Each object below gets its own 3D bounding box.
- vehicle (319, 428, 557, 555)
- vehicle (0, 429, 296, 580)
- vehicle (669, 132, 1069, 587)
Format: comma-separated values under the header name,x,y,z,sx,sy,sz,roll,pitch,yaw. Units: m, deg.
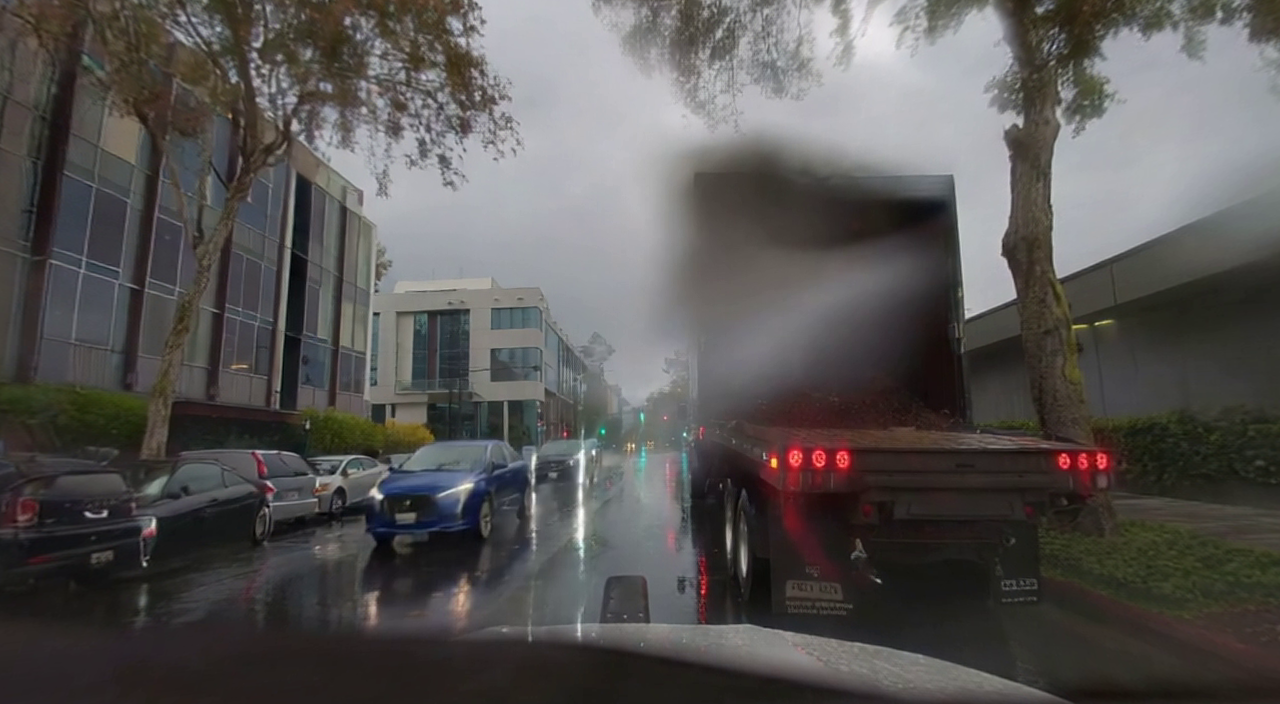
name,x,y,z,sx,sy,sz,roll,pitch,yaw
vehicle,-2.833,2.061,10.105,2.183,1.563,4.257,0,-8,3
vehicle,-8.161,2.101,9.228,5.022,1.872,2.137,7,-11,-41
vehicle,2.532,0.818,11.392,3.320,4.034,11.553,-1,-8,6
